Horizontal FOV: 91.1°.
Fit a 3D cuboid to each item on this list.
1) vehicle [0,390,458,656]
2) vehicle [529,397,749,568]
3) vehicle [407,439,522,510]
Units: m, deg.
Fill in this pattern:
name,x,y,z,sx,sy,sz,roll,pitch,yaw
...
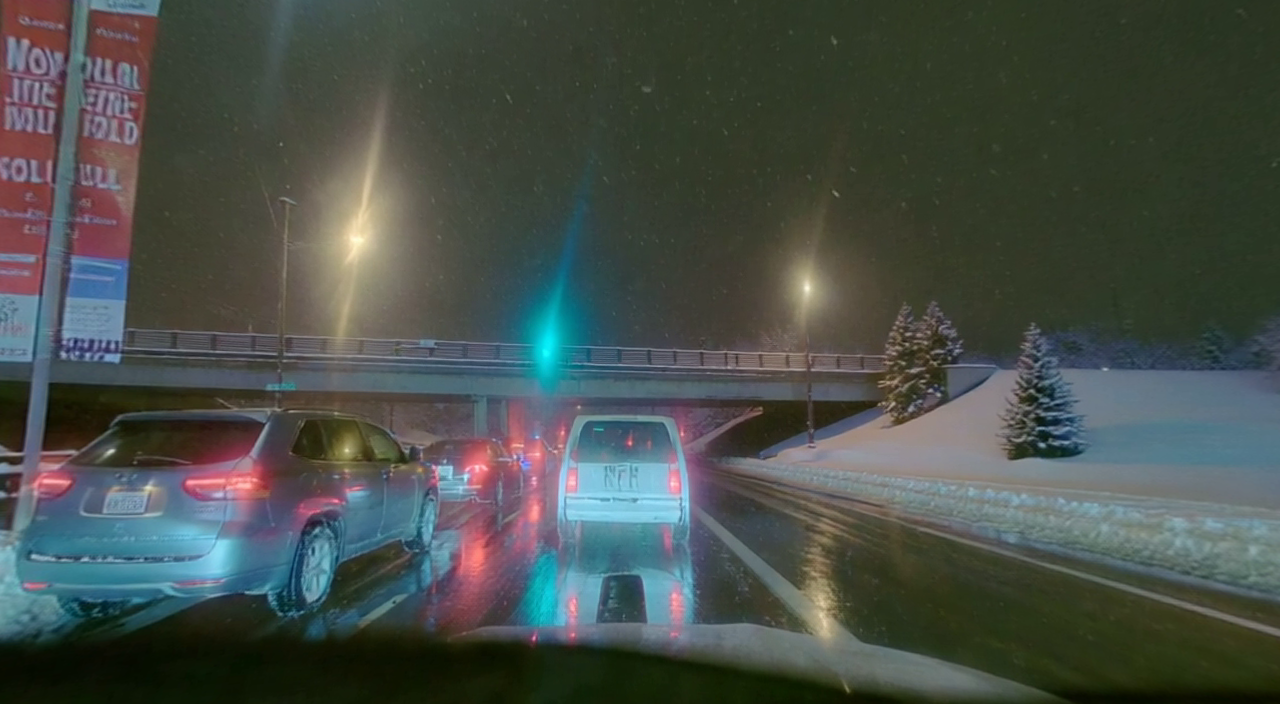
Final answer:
name,x,y,z,sx,sy,sz,roll,pitch,yaw
vehicle,-3.499,1.426,6.277,2.039,1.709,4.265,0,-8,0
vehicle,-0.091,1.759,9.203,2.409,1.864,4.471,0,-8,-2
vehicle,-4.149,2.927,15.437,1.797,1.505,3.506,0,-9,0
